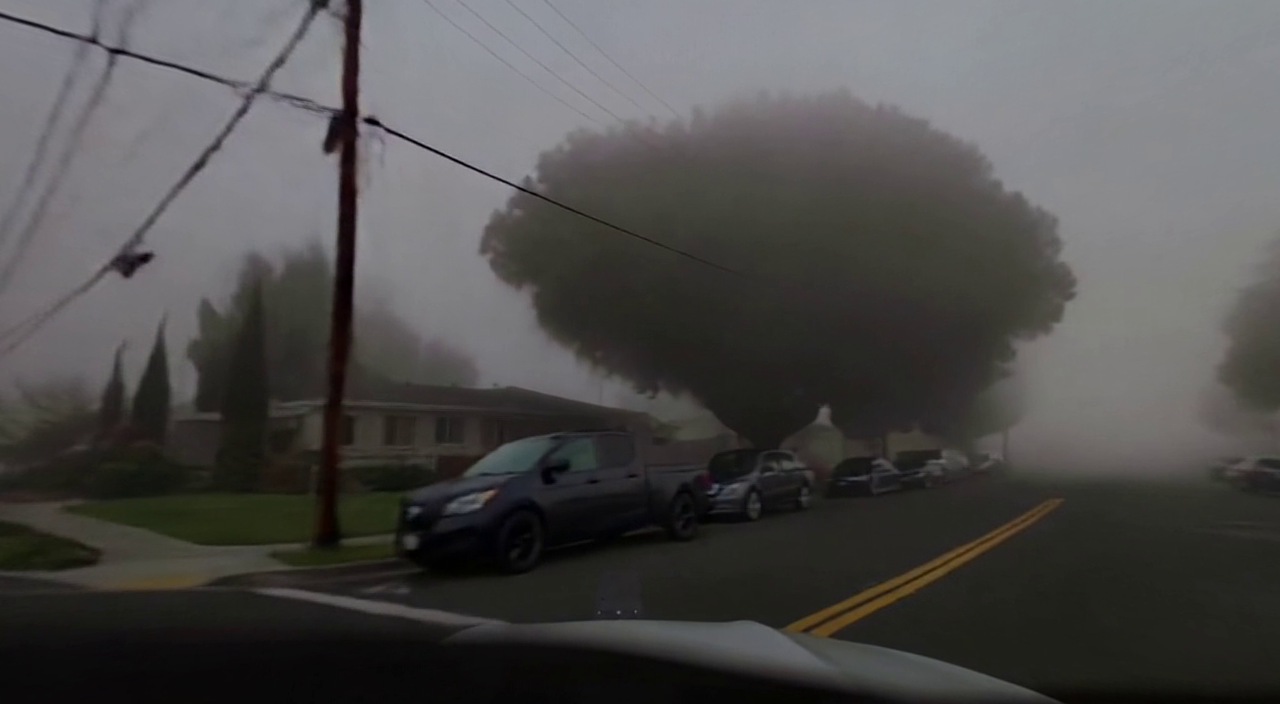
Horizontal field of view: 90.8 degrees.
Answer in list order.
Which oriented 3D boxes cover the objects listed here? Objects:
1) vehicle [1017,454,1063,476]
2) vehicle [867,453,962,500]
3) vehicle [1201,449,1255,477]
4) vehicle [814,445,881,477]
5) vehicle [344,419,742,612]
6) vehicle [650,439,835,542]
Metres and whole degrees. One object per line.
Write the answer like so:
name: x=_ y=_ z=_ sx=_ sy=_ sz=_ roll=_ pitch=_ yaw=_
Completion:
vehicle: x=29.546 y=8.280 z=46.625 sx=1.960 sy=1.460 sz=4.425 roll=-6 pitch=-11 yaw=43
vehicle: x=10.250 y=4.520 z=23.405 sx=1.897 sy=1.523 sz=4.626 roll=-8 pitch=-11 yaw=39
vehicle: x=38.432 y=7.220 z=41.373 sx=2.310 sy=1.527 sz=4.705 roll=-6 pitch=-9 yaw=40
vehicle: x=12.979 y=6.716 z=39.315 sx=2.232 sy=1.836 sz=5.443 roll=-7 pitch=-11 yaw=36
vehicle: x=-0.964 y=2.068 z=9.671 sx=2.385 sy=1.967 sz=5.971 roll=-7 pitch=-9 yaw=36
vehicle: x=2.434 y=2.887 z=14.077 sx=2.150 sy=1.756 sz=4.436 roll=-6 pitch=-8 yaw=38
